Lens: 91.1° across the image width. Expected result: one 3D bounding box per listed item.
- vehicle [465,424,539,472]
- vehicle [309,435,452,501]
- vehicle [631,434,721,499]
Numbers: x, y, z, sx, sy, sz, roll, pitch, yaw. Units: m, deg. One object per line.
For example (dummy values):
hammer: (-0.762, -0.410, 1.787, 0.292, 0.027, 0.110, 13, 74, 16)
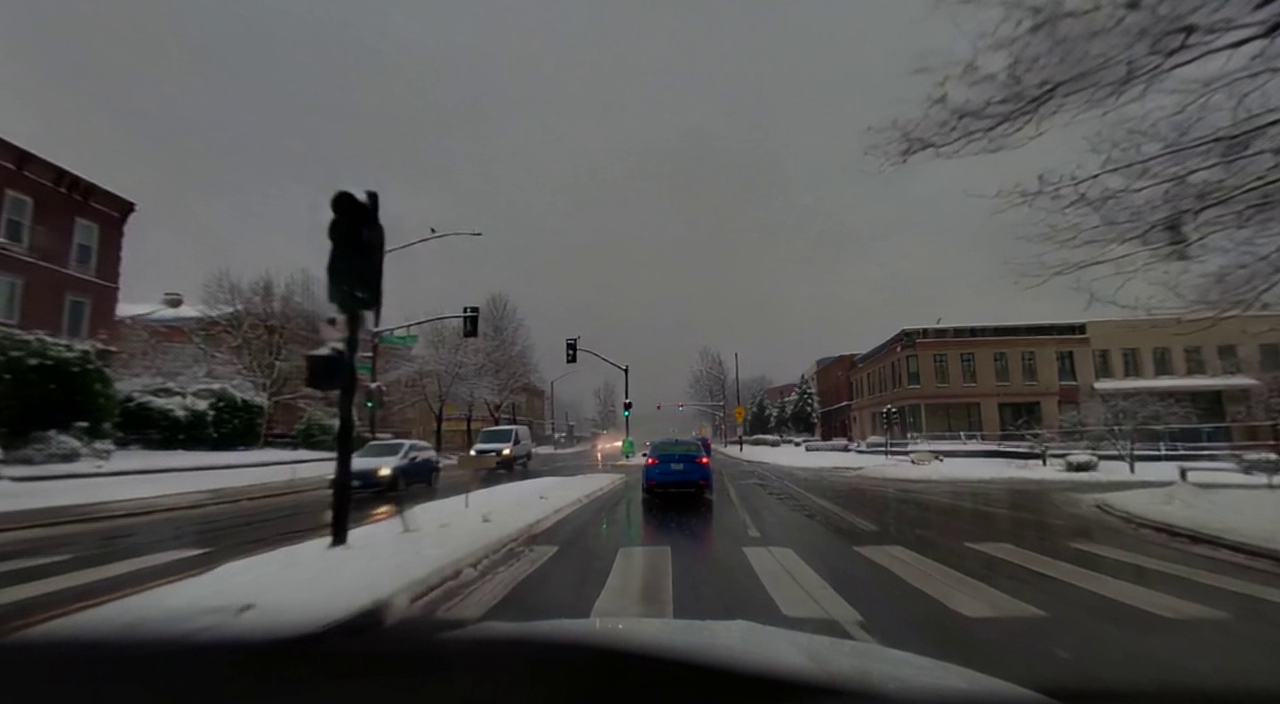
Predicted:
vehicle: (-6.355, 4.455, 29.574, 2.310, 2.045, 4.763, 0, -8, 1)
vehicle: (-6.683, 2.979, 16.796, 1.884, 1.509, 4.416, 0, -8, 1)
vehicle: (0.897, 2.775, 15.807, 1.950, 1.401, 4.159, 0, -8, 3)
